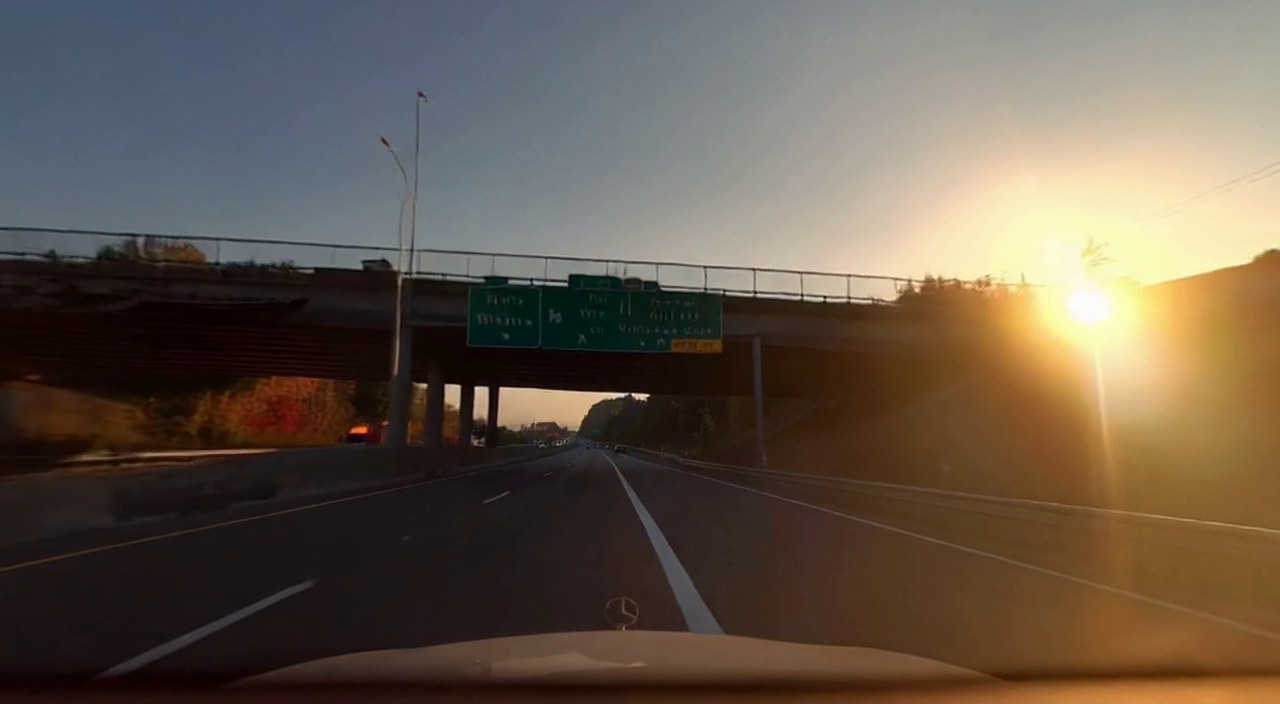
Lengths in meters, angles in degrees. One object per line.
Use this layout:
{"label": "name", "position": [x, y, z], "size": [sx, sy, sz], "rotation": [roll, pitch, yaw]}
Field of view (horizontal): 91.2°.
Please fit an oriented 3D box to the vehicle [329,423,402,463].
{"label": "vehicle", "position": [-20.556, 6.947, 47.438], "size": [2.621, 2.778, 7.284], "rotation": [0, -9, -3]}
